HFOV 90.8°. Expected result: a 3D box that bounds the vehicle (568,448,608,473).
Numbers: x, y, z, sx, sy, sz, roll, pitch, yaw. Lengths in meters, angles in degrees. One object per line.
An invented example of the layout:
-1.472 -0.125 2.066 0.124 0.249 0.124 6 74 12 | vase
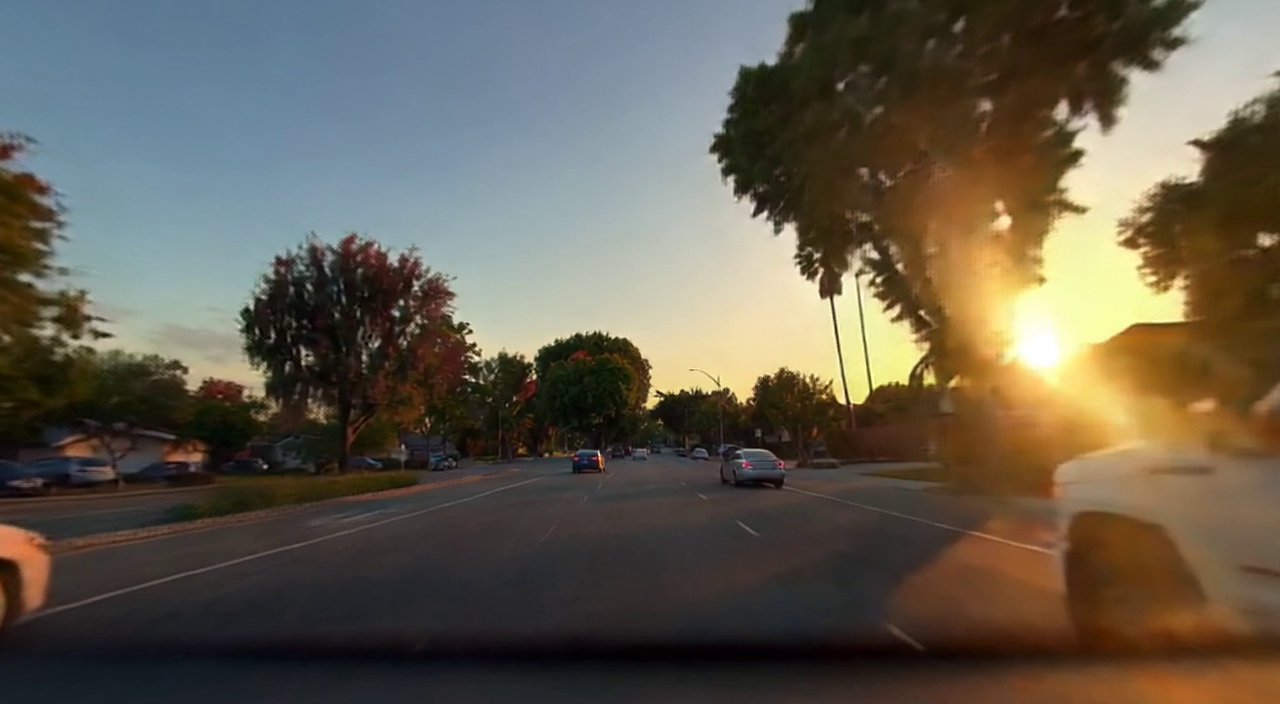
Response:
-3.328 7.073 41.450 2.263 1.548 4.555 0 -9 0 | vehicle

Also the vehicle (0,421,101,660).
-4.998 0.981 2.544 2.094 1.509 4.286 1 -9 -5 | vehicle

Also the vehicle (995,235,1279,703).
3.470 0.435 0.992 2.478 2.030 5.723 0 -9 0 | vehicle

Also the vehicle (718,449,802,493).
4.282 4.321 23.436 2.149 1.421 4.805 0 -9 0 | vehicle
